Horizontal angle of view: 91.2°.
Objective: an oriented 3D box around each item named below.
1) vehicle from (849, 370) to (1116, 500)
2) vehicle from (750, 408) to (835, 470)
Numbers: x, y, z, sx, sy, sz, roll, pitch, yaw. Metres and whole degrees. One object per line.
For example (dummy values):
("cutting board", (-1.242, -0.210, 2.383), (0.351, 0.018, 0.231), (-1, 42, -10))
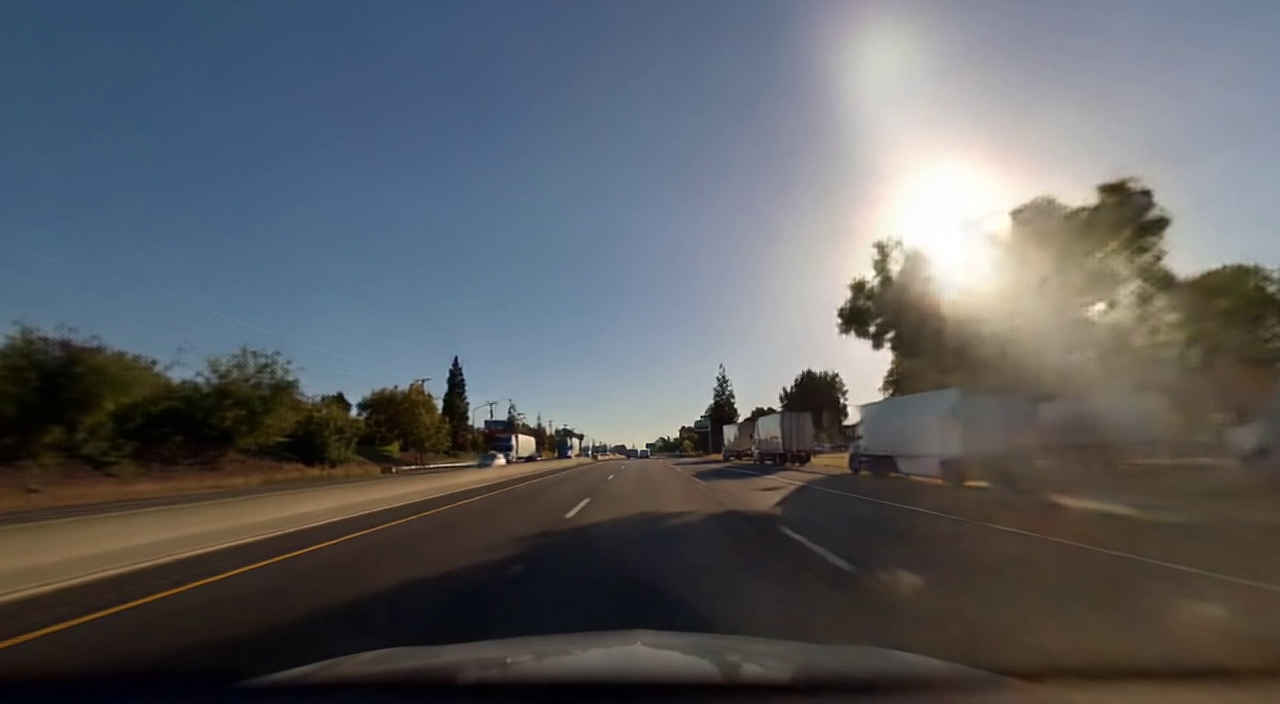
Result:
("vehicle", (11.345, 3.183, 23.281), (2.741, 3.505, 12.591), (0, -9, 0))
("vehicle", (11.247, 6.787, 48.216), (2.850, 4.038, 14.497), (0, -9, 0))
